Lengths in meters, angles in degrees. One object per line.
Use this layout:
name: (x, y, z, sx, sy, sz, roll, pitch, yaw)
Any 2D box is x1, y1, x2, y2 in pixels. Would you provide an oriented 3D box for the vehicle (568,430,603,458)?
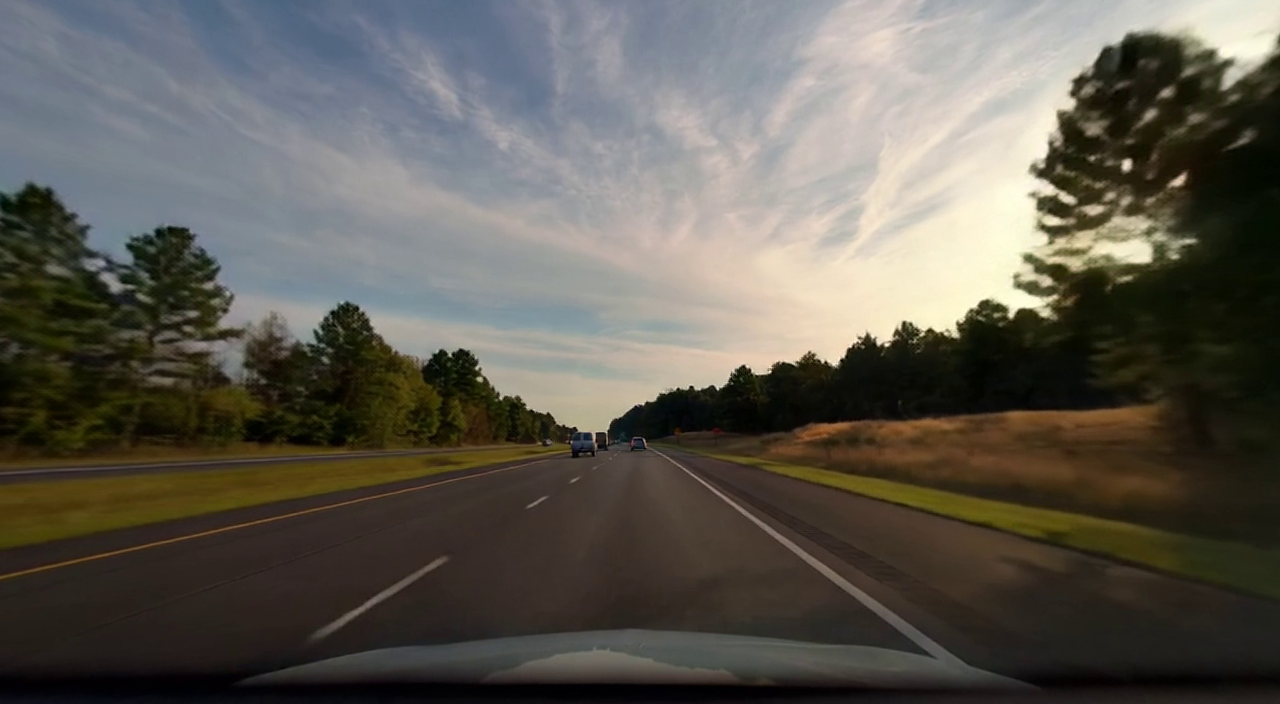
vehicle: (-4.072, 7.015, 48.050, 2.241, 2.034, 4.890, 0, -8, 0)
